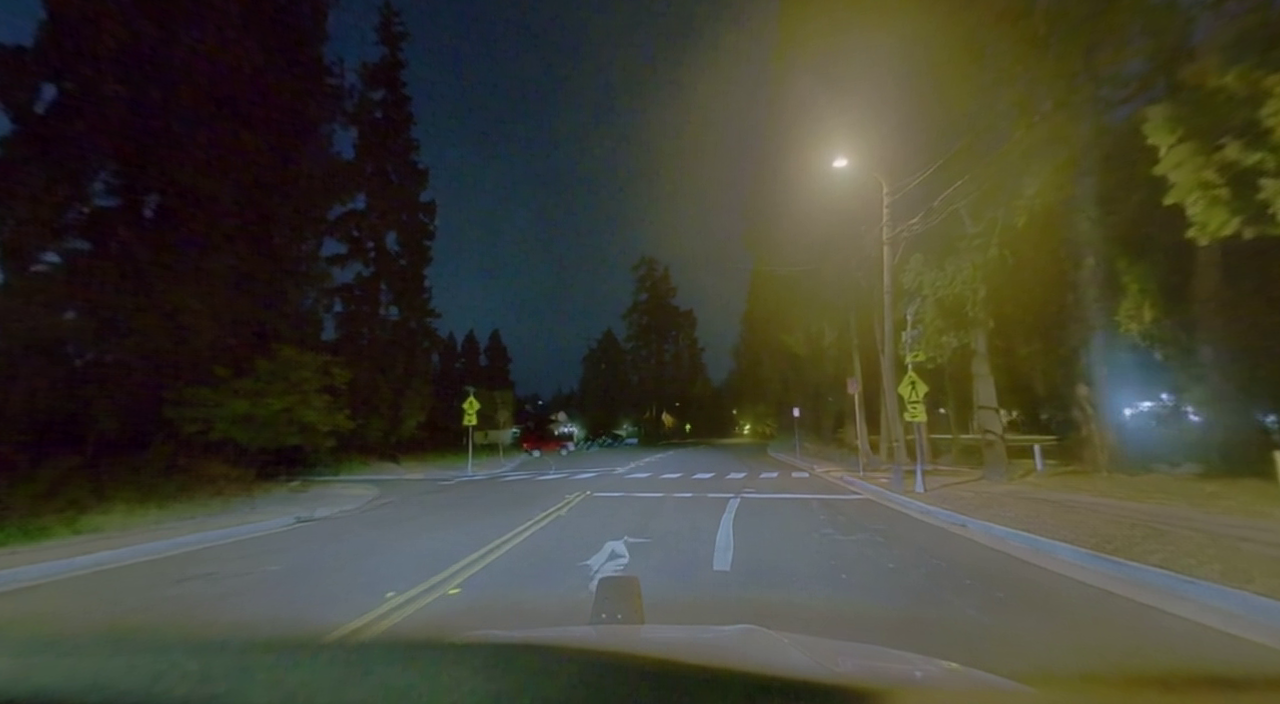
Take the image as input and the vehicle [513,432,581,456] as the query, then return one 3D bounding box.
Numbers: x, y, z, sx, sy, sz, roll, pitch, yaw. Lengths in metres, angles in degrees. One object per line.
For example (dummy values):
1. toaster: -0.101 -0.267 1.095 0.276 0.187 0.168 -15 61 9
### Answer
1. vehicle: -6.608 6.571 44.977 4.377 1.596 1.836 -3 -9 17
